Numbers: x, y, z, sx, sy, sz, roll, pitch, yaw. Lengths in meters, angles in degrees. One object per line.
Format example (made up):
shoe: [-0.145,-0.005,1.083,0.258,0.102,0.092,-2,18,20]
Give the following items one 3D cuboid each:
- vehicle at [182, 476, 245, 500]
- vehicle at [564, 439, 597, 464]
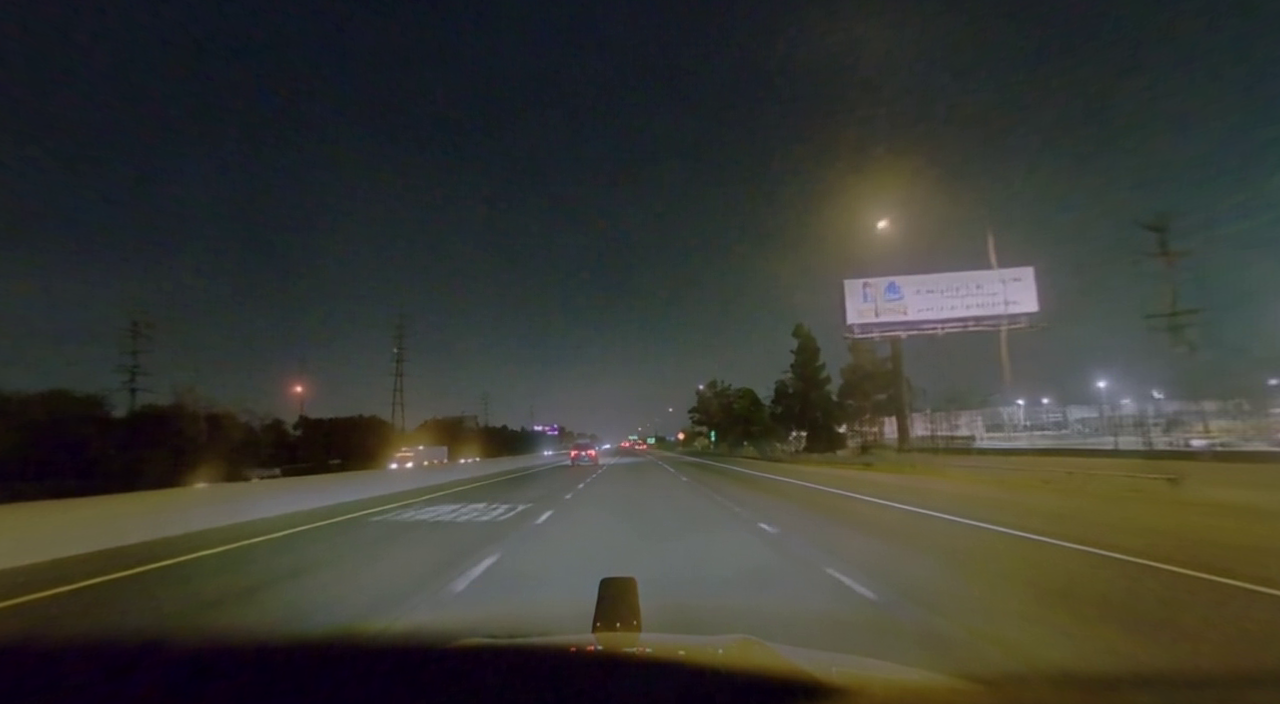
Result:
vehicle: [-33.174,10.583,49.269,1.801,1.522,4.587,0,-8,-1]
vehicle: [-4.497,7.611,48.463,2.130,1.823,4.761,0,-8,0]
